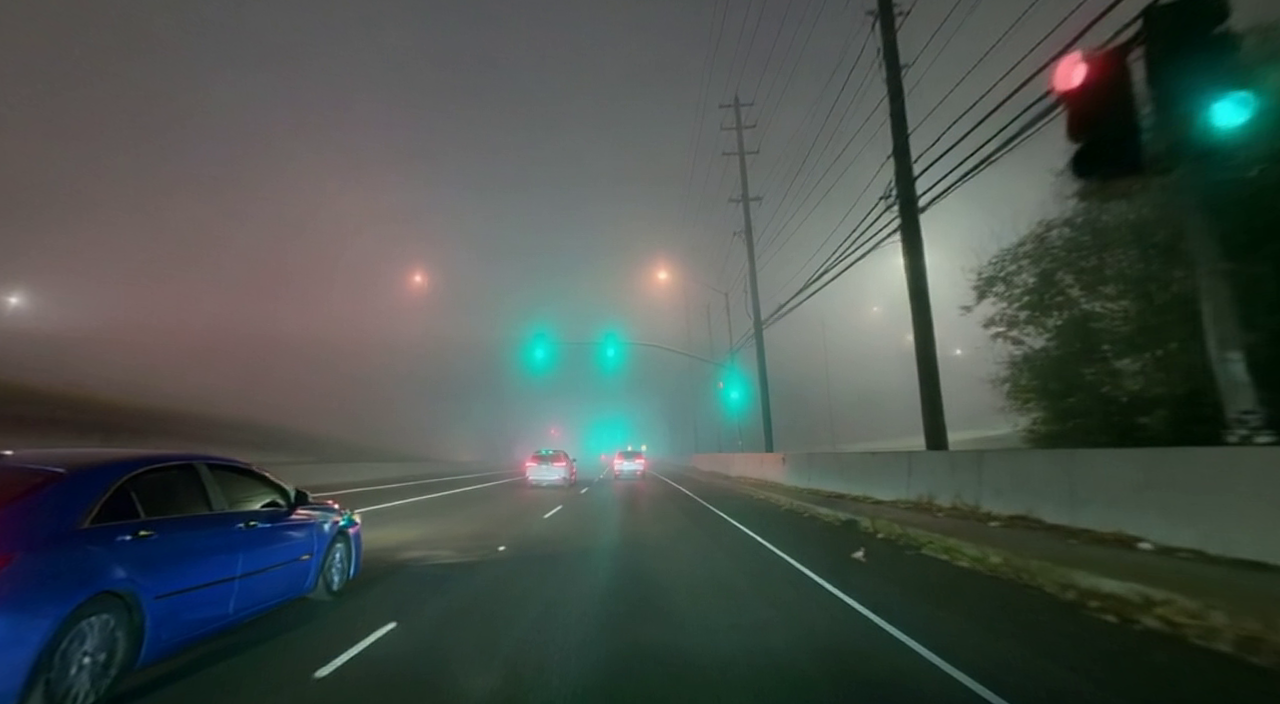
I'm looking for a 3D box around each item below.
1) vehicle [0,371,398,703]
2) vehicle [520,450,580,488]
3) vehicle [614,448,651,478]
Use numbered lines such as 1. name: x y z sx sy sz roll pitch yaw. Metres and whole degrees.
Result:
1. vehicle: -3.504 1.200 4.402 1.925 1.666 4.271 0 -8 0
2. vehicle: -3.778 4.976 27.167 1.946 1.437 4.154 0 -8 0
3. vehicle: -0.443 6.328 36.221 1.985 1.565 3.968 0 -8 -1
